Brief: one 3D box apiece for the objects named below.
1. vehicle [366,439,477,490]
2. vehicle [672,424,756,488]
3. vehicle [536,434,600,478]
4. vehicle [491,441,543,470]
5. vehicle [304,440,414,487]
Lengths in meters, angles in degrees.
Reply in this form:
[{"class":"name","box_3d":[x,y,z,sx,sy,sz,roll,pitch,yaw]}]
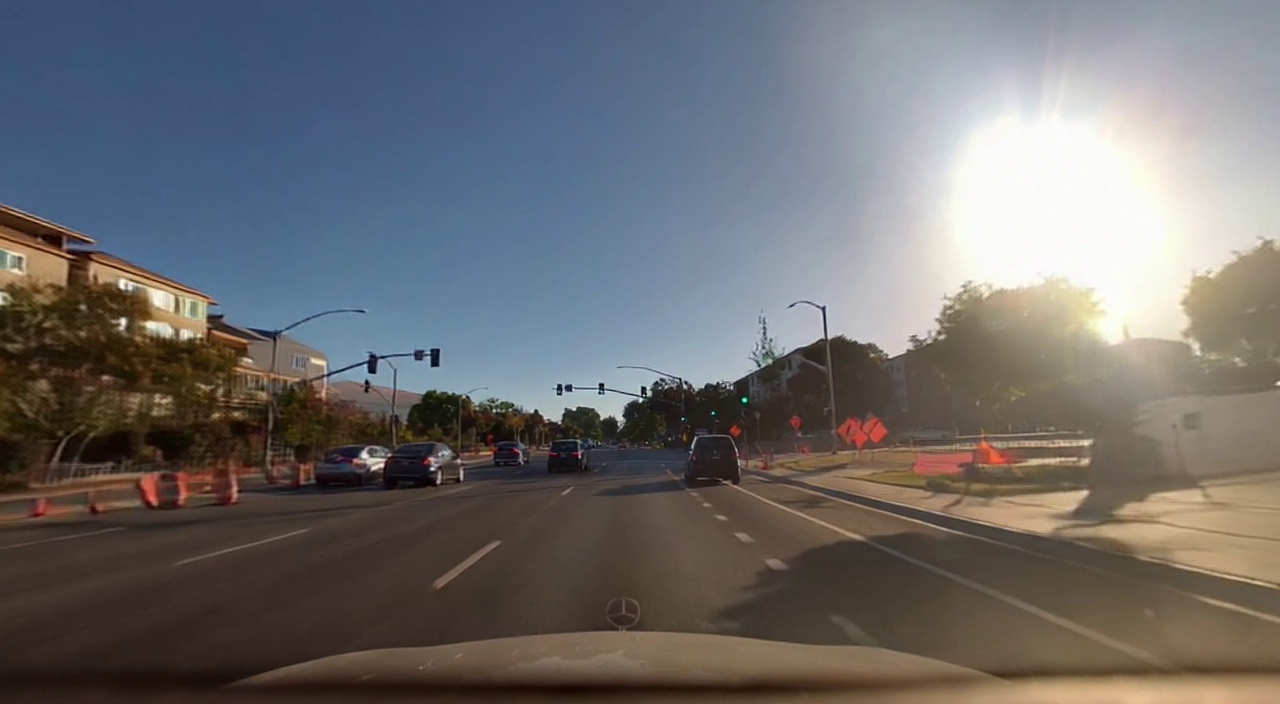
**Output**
[{"class":"vehicle","box_3d":[-7.049,3.668,21.002,1.928,1.488,4.635,0,-8,1]},{"class":"vehicle","box_3d":[2.249,3.336,20.523,2.197,1.835,4.316,0,-8,0]},{"class":"vehicle","box_3d":[-2.867,4.268,26.128,2.121,1.654,3.993,0,-8,1]},{"class":"vehicle","box_3d":[-6.597,5.565,34.185,1.993,1.492,3.666,0,-8,1]},{"class":"vehicle","box_3d":[-9.872,3.934,22.647,1.874,1.492,4.475,0,-8,0]}]
